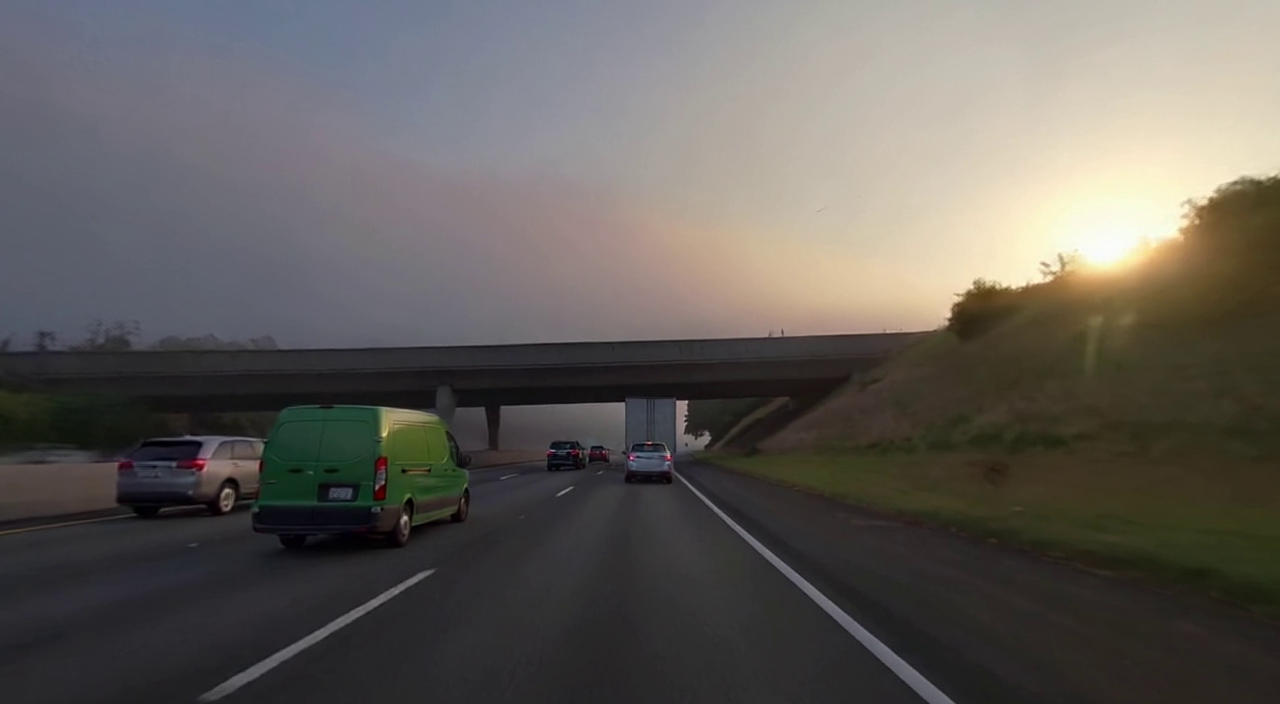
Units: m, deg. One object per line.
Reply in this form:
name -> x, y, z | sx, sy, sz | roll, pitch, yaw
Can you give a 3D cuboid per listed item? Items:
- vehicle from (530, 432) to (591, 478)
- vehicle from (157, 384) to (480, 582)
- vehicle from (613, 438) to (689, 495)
vehicle -> -3.380, 4.509, 27.740 | 2.068, 1.862, 4.234 | 0, -9, 1
vehicle -> -3.580, 1.547, 8.063 | 1.951, 1.882, 3.979 | 0, -9, 1
vehicle -> 0.274, 3.288, 18.364 | 1.991, 1.507, 3.391 | 0, -9, 0
